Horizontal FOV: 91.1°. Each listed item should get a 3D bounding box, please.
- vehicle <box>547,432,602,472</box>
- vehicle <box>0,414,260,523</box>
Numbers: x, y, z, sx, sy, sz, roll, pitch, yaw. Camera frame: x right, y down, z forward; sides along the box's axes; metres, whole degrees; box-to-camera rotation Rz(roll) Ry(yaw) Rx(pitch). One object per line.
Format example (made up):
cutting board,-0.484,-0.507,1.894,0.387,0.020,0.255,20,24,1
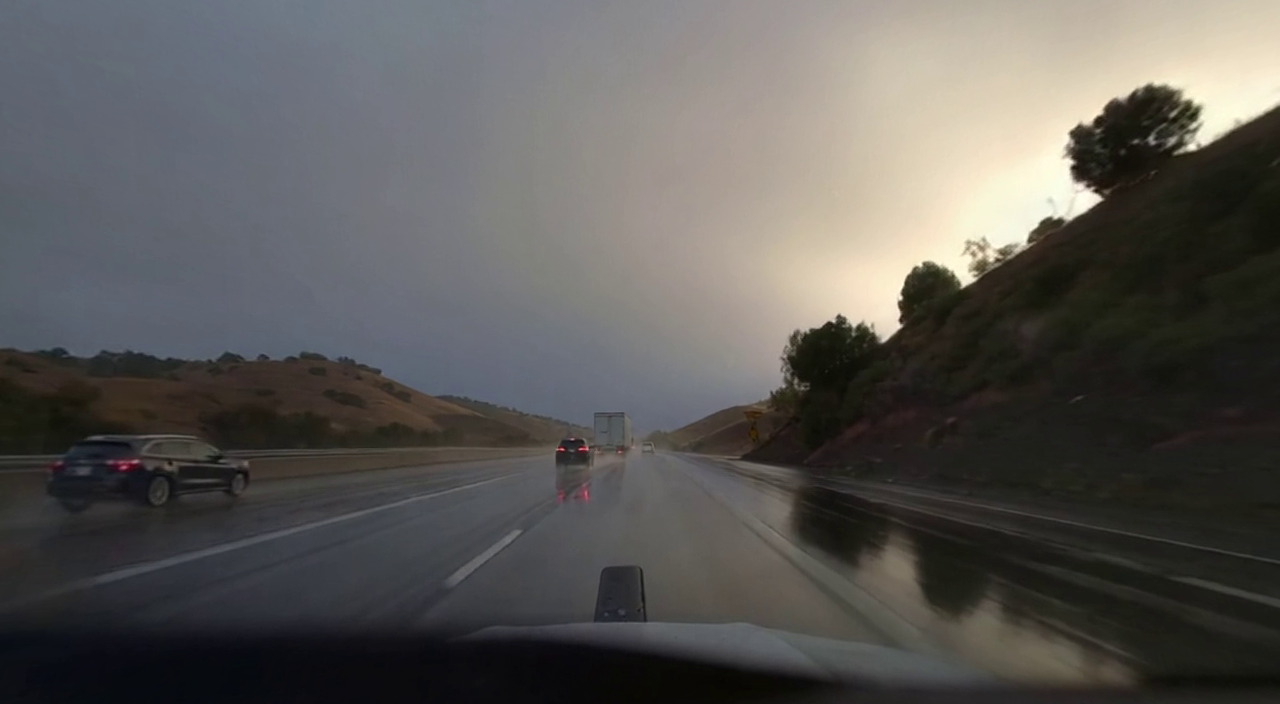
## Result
vehicle,-3.000,4.693,29.657,2.099,1.734,4.413,0,-8,0
vehicle,-10.937,2.371,13.429,2.130,1.828,5.523,0,-8,0
